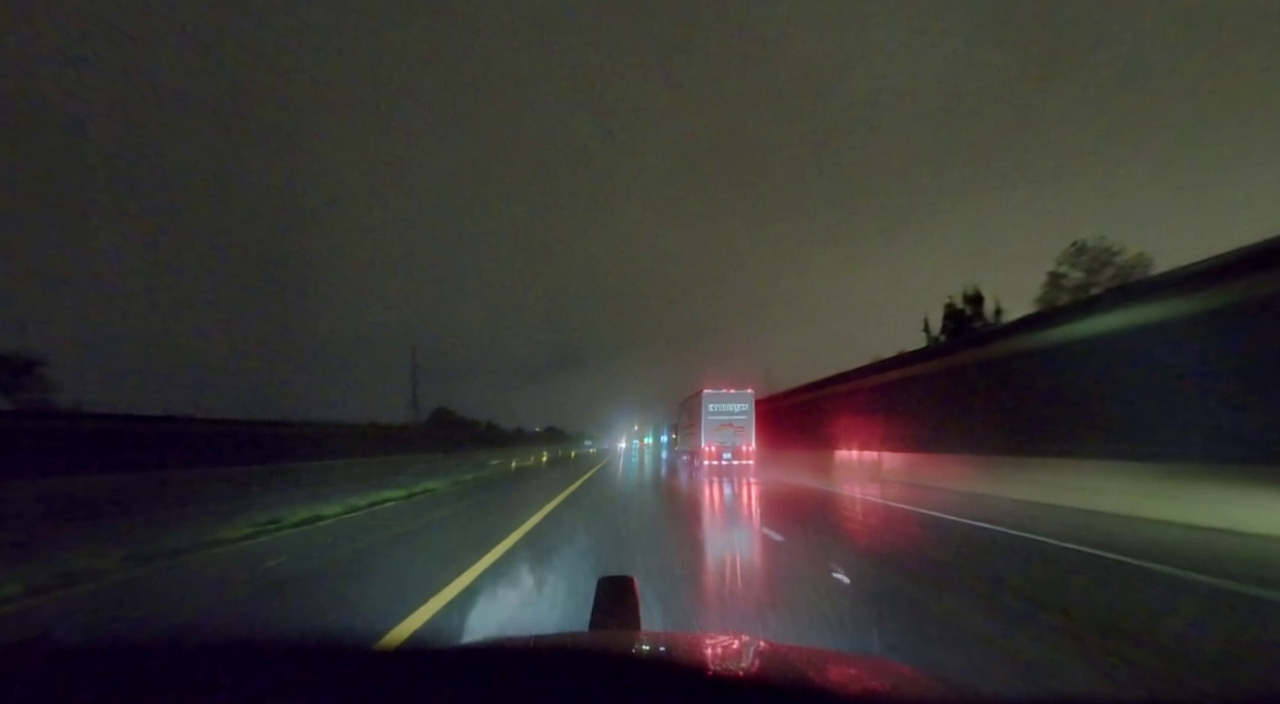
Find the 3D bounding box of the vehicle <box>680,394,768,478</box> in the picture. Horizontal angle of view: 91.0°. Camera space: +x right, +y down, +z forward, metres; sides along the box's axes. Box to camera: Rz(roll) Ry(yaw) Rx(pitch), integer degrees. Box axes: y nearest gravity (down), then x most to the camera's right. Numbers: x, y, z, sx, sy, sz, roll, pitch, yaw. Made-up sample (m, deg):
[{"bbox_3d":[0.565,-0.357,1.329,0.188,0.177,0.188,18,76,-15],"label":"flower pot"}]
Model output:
[{"bbox_3d":[3.482,3.744,28.018,2.702,3.193,7.196,0,-8,-1],"label":"vehicle"}]
